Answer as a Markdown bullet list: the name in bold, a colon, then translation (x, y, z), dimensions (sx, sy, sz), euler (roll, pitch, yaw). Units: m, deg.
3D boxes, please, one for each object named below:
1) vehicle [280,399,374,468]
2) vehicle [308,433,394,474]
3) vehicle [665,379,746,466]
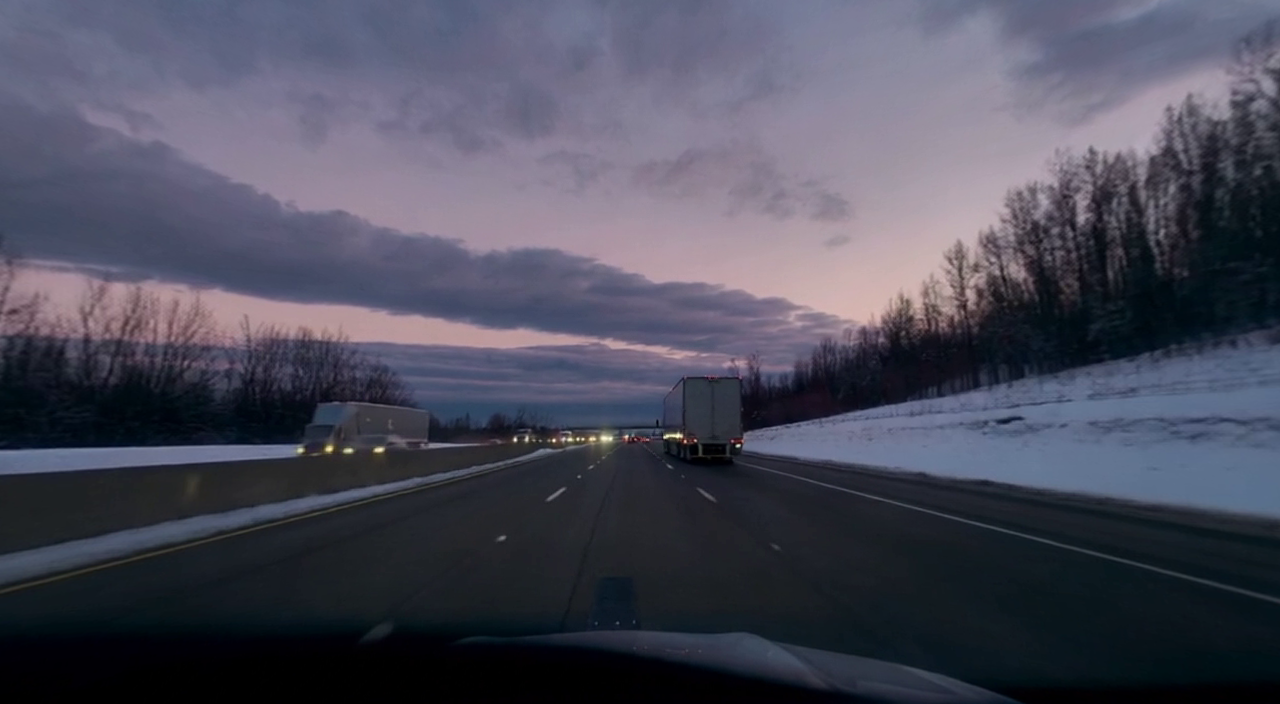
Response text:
- **vehicle**: translation (-20.264, 5.331, 41.129), dimensions (2.877, 4.178, 5.690), euler (0, -7, 3)
- **vehicle**: translation (-12.140, 4.270, 26.726), dimensions (1.825, 1.547, 3.994), euler (-1, -8, -1)
- **vehicle**: translation (3.428, 4.352, 37.841), dimensions (2.979, 4.161, 15.508), euler (1, -7, -1)
